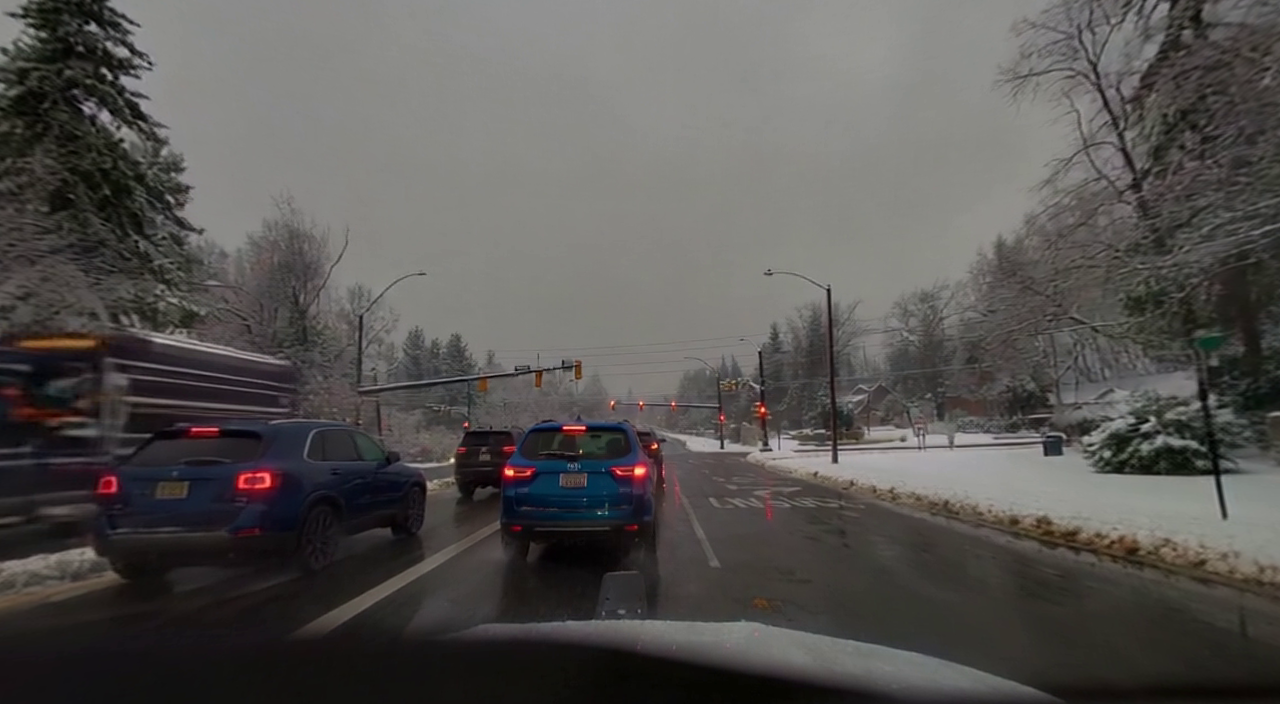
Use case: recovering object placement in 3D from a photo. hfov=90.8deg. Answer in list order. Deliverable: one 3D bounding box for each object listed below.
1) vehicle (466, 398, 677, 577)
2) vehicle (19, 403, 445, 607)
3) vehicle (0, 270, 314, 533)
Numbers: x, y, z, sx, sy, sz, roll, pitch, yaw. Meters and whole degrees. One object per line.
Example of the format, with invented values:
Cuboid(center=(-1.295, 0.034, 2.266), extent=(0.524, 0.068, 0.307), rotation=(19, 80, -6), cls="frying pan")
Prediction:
Cuboid(center=(-0.614, 1.745, 8.977), extent=(2.131, 1.793, 5.016), rotation=(0, -9, 2), cls="vehicle")
Cuboid(center=(-4.093, 1.604, 7.537), extent=(2.009, 1.673, 4.454), rotation=(0, -9, 1), cls="vehicle")
Cuboid(center=(-11.779, 1.379, 13.989), extent=(3.107, 4.149, 11.028), rotation=(0, -9, 0), cls="vehicle")
